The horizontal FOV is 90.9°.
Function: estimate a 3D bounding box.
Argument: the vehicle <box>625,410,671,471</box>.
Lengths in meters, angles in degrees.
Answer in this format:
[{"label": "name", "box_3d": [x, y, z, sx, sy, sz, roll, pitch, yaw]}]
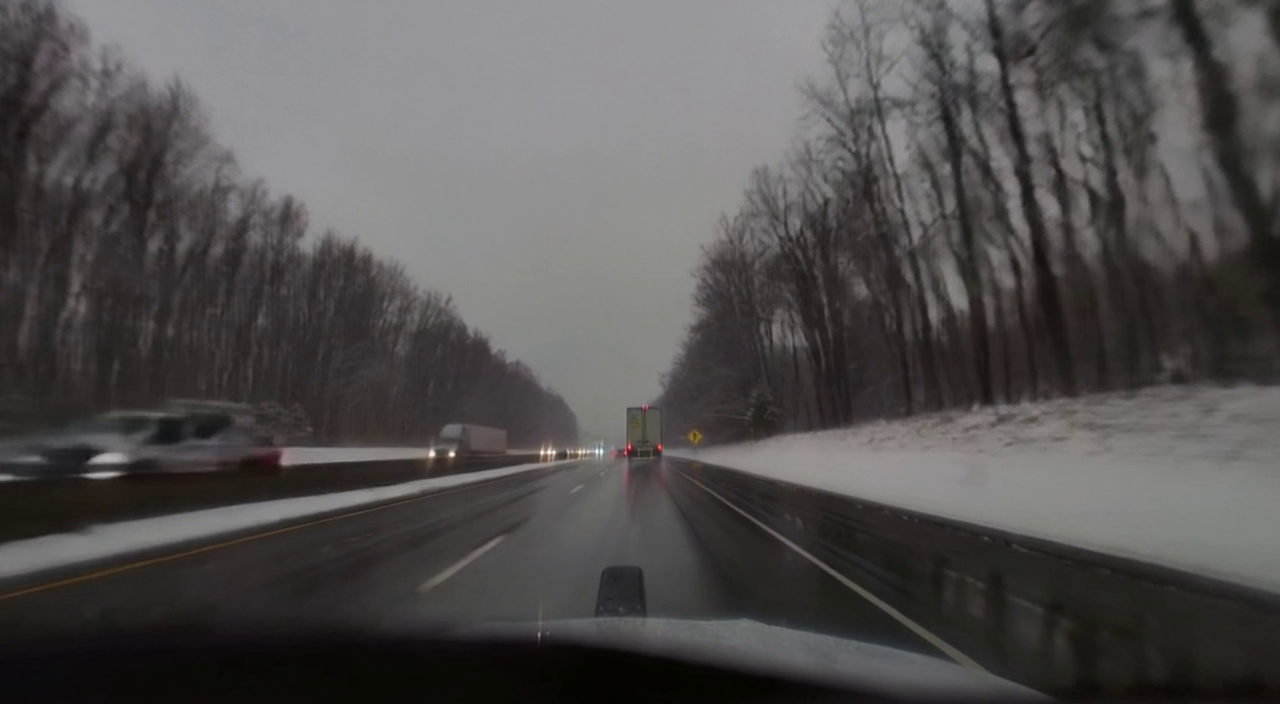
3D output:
[{"label": "vehicle", "box_3d": [0.486, 6.586, 46.638, 3.024, 3.965, 10.399, 0, -9, -1]}]

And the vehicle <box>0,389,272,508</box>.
[{"label": "vehicle", "box_3d": [-12.759, 2.524, 16.615, 2.282, 2.547, 5.989, 0, -9, 1]}]
